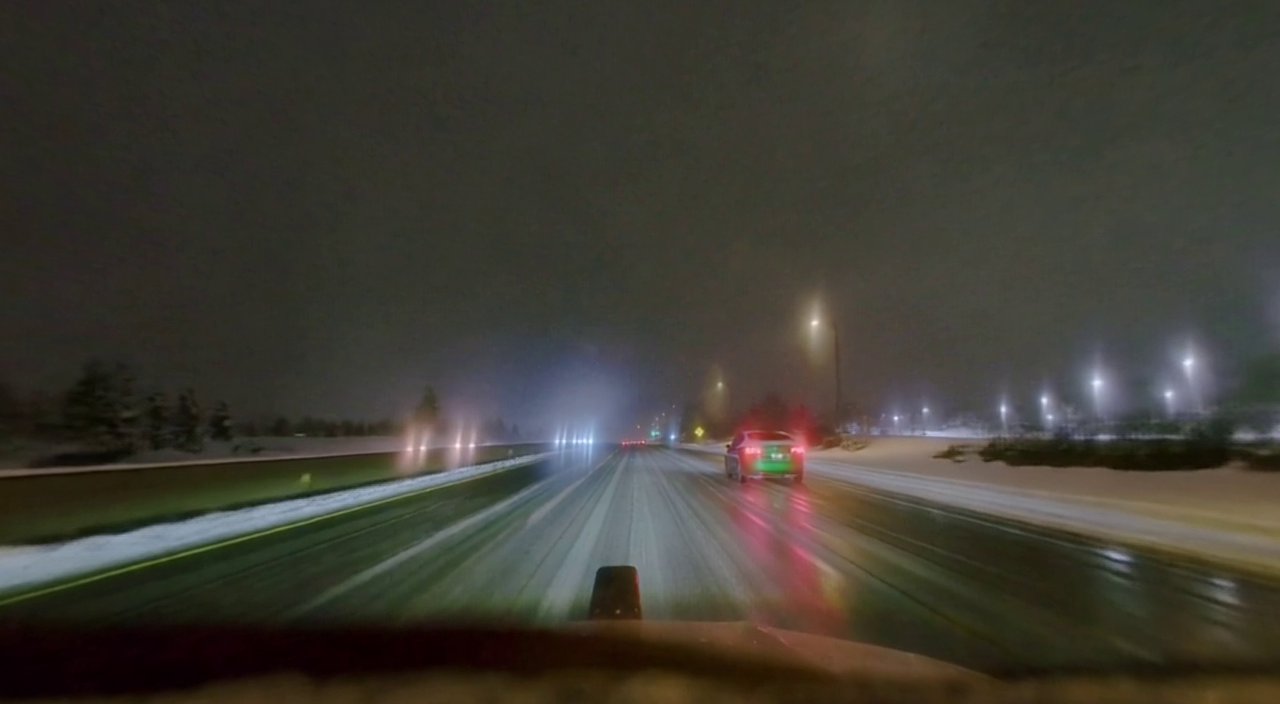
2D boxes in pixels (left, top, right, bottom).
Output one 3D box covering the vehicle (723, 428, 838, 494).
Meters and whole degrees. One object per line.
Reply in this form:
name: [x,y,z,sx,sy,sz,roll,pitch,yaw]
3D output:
vehicle: [3.452,2.747,16.253,1.946,1.481,3.969,0,-8,-2]
